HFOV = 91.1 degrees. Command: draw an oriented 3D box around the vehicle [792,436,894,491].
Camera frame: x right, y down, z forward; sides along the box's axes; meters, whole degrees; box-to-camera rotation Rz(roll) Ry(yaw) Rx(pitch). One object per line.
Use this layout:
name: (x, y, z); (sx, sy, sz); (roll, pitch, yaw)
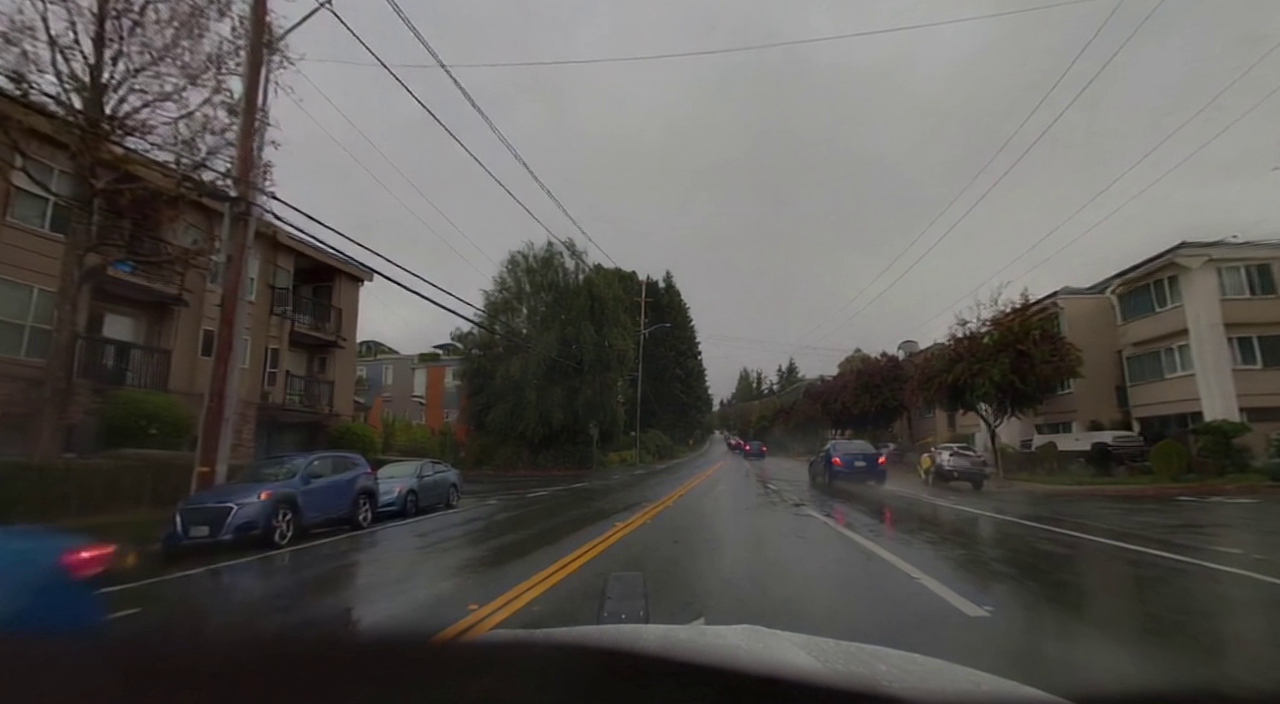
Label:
vehicle: (6.191, 3.452, 19.771); (2.052, 1.506, 4.432); (-1, -8, 5)

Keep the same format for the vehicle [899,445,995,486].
vehicle: (12.249, 4.529, 25.397); (1.935, 1.478, 4.711); (-1, -8, 6)

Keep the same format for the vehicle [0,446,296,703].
vehicle: (-3.741, 1.054, 2.110); (2.155, 1.436, 4.501); (-2, -9, 9)
